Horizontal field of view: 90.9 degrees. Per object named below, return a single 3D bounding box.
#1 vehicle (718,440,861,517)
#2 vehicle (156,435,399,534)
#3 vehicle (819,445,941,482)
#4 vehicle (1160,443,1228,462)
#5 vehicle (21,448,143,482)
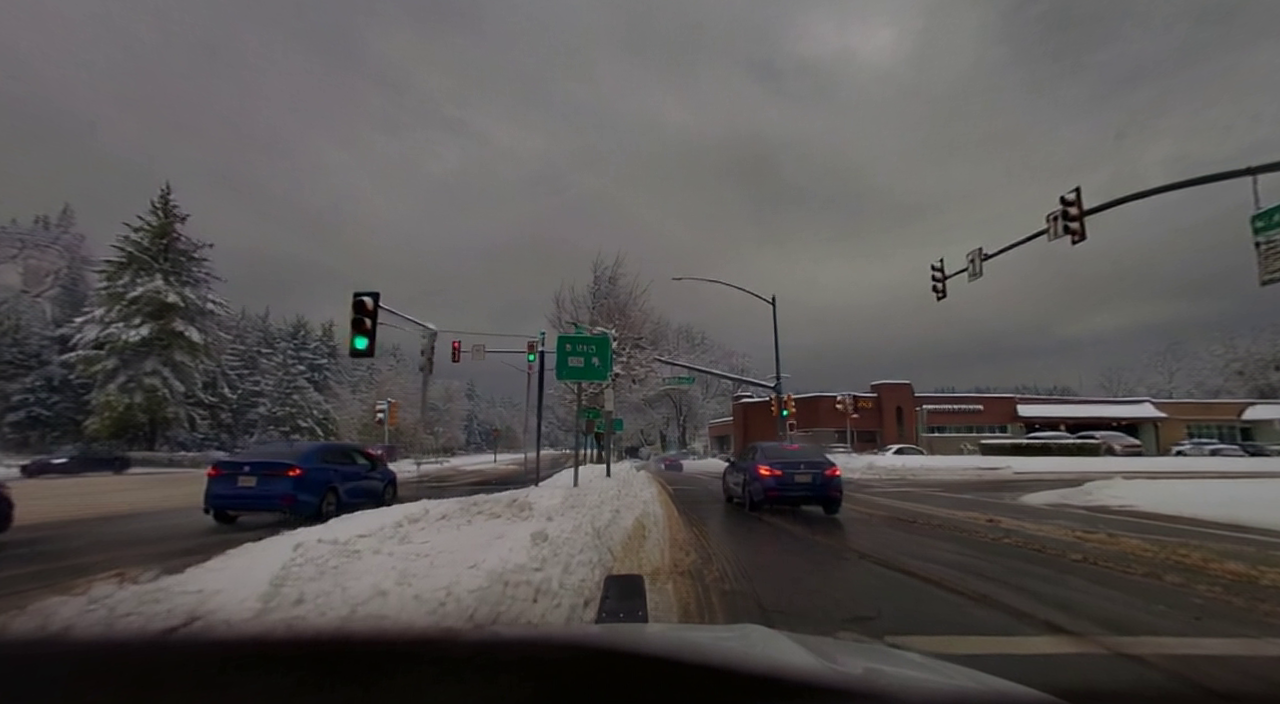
[{"bbox_3d":[3.234,2.828,14.754,1.940,1.487,4.562,0,-8,-4],"label":"vehicle"},{"bbox_3d":[-6.396,2.359,11.919,1.995,1.470,4.556,0,-8,-2],"label":"vehicle"},{"bbox_3d":[10.569,4.894,27.862,4.703,1.492,1.930,2,-9,-14],"label":"vehicle"},{"bbox_3d":[43.696,7.916,49.783,1.723,1.431,3.880,0,-8,-1],"label":"vehicle"},{"bbox_3d":[-26.176,5.283,29.796,1.800,1.449,4.379,0,-8,-1],"label":"vehicle"}]
